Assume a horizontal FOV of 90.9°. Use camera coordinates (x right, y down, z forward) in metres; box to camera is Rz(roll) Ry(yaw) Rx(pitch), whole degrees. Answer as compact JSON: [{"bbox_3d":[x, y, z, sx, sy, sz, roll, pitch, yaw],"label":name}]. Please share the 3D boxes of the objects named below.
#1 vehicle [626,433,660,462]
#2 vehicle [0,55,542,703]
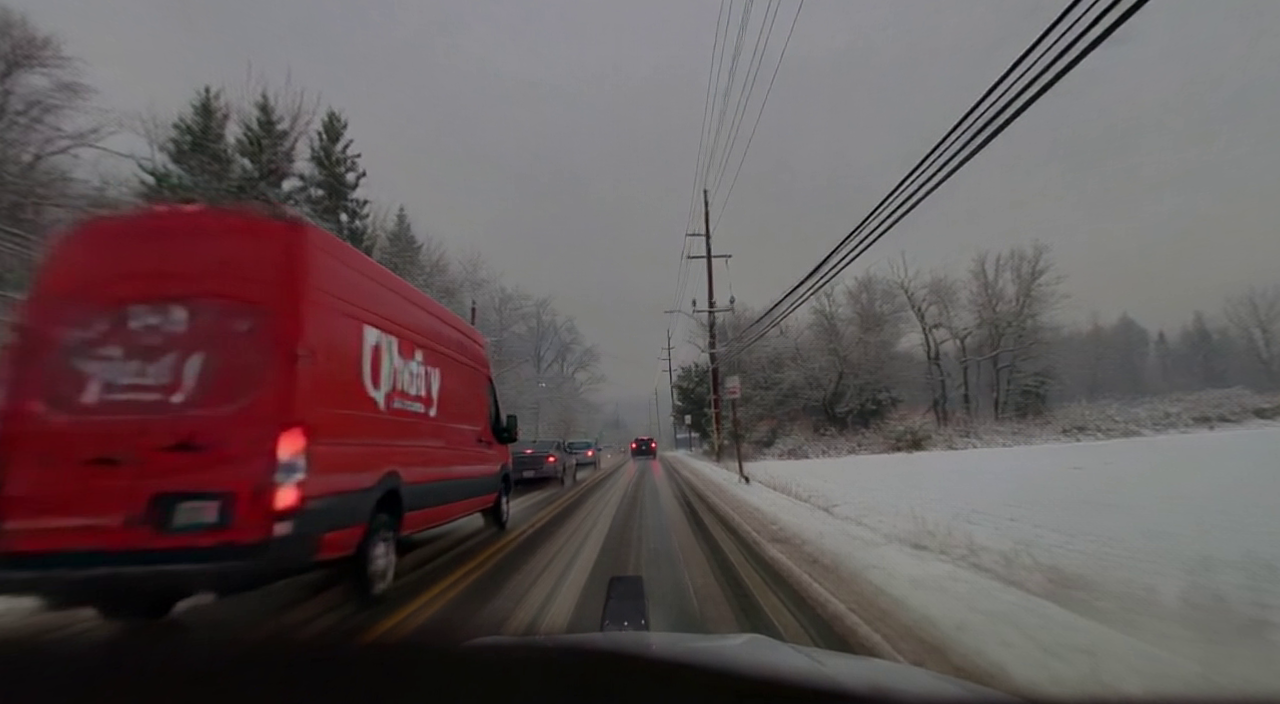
[{"bbox_3d":[0.273,6.653,44.203,2.241,1.912,4.095,0,-8,2],"label":"vehicle"},{"bbox_3d":[-3.356,0.811,7.331,2.818,3.181,9.114,0,-8,1],"label":"vehicle"}]
